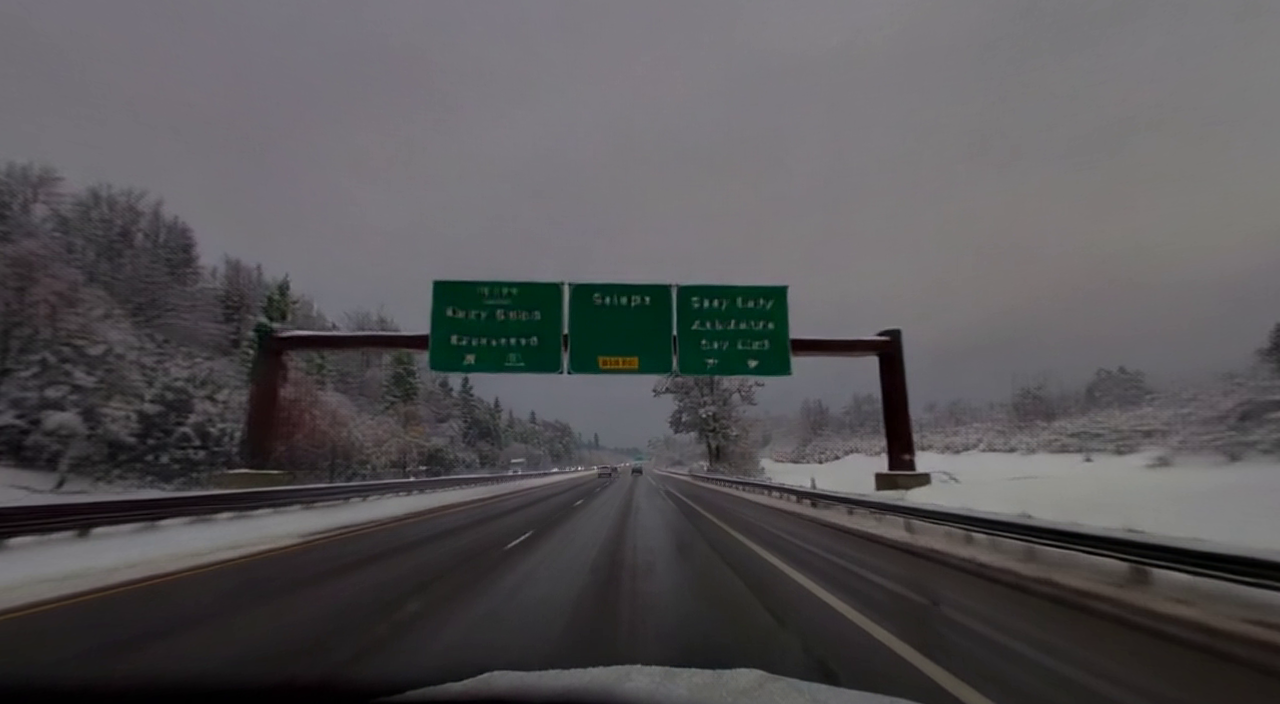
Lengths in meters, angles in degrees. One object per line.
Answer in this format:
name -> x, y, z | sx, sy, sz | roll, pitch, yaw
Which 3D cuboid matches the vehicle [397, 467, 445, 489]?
vehicle -> -16.315, 9.396, 47.140 | 1.918, 1.458, 4.498 | 1, -11, 0
